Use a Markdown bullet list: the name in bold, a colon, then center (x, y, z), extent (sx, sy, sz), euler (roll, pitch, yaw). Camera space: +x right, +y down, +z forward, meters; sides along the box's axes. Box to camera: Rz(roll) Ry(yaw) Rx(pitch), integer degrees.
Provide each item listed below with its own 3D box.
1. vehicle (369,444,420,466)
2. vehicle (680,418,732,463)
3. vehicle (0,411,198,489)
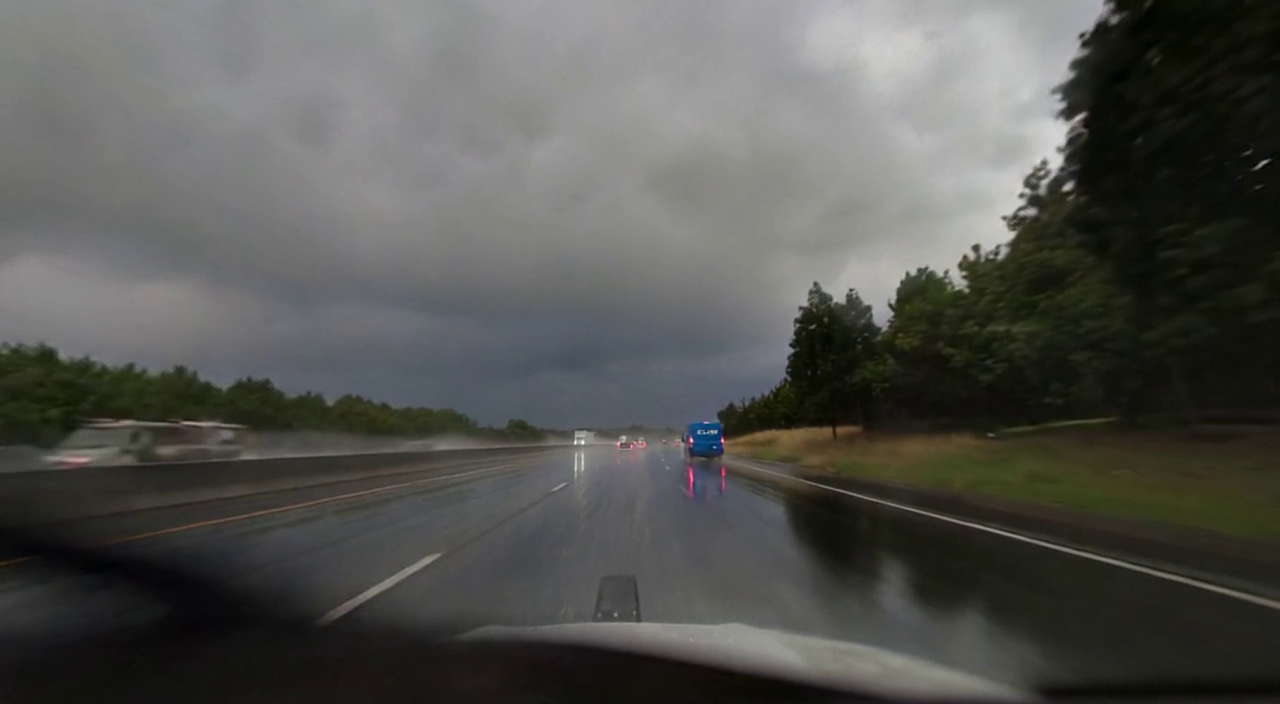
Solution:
- **vehicle**: center (-16.944, 7.091, 43.599), extent (1.848, 1.459, 4.093), euler (-1, -8, 1)
- **vehicle**: center (3.968, 5.477, 38.880), extent (2.485, 2.562, 5.535), euler (0, -8, -1)
- **vehicle**: center (-21.688, 3.932, 25.504), extent (2.547, 2.693, 6.627), euler (-1, -8, 2)
